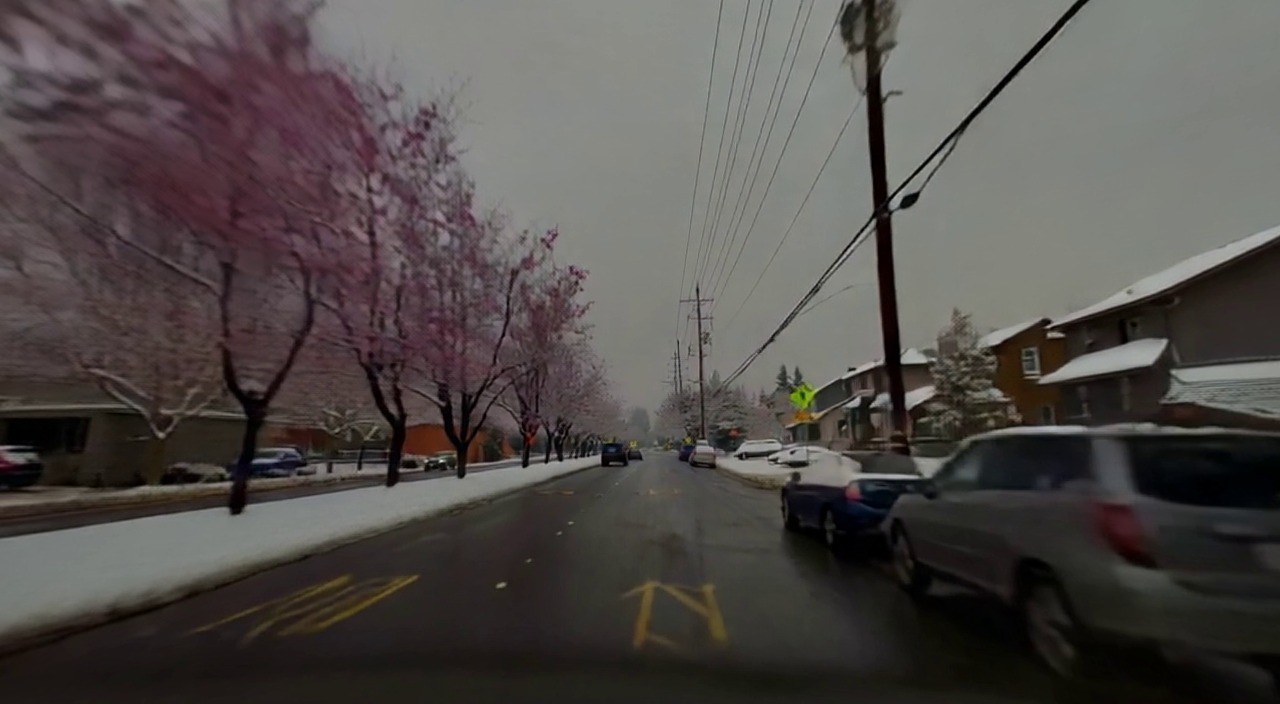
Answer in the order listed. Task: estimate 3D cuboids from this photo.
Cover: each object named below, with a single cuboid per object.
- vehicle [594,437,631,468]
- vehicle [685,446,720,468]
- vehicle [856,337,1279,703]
[{"bbox_3d":[-1.827,6.912,43.396,2.202,1.961,4.980,0,-9,1],"label":"vehicle"},{"bbox_3d":[4.395,7.442,44.862,2.042,1.465,4.455,0,-9,0],"label":"vehicle"},{"bbox_3d":[3.233,1.118,4.255,1.896,1.725,4.500,0,-9,-1],"label":"vehicle"}]
